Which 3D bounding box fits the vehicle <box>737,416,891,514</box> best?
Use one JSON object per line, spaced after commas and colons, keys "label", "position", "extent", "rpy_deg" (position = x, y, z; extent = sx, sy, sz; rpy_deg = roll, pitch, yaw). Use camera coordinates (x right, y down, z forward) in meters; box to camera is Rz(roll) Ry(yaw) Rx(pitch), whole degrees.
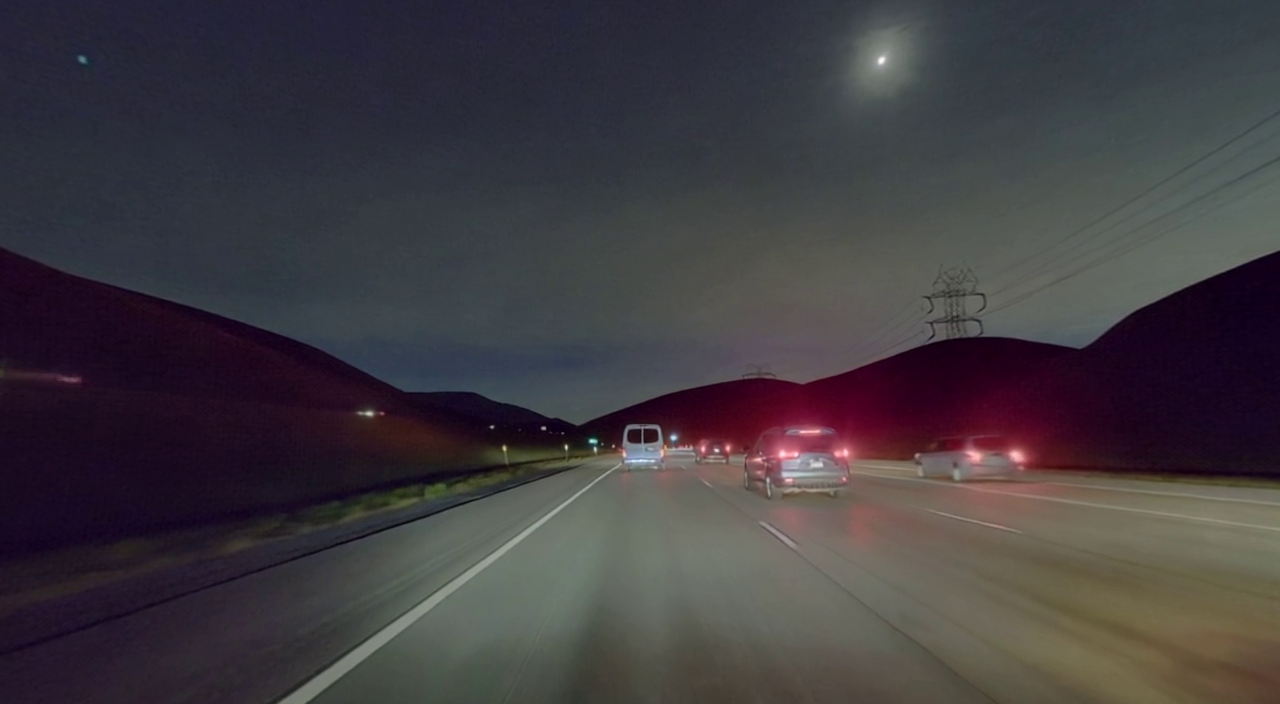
{"label": "vehicle", "position": [3.617, 2.450, 14.111], "extent": [2.139, 1.821, 4.480], "rpy_deg": [0, -8, 0]}

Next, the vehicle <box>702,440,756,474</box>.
{"label": "vehicle", "position": [4.099, 4.919, 29.834], "extent": [1.938, 1.466, 4.356], "rpy_deg": [0, -8, 0]}

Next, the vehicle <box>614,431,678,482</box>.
{"label": "vehicle", "position": [0.259, 4.029, 24.628], "extent": [2.268, 1.772, 4.523], "rpy_deg": [0, -8, 1]}

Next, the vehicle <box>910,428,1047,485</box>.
{"label": "vehicle", "position": [11.091, 3.453, 21.157], "extent": [2.087, 1.681, 4.589], "rpy_deg": [0, -8, 1]}
